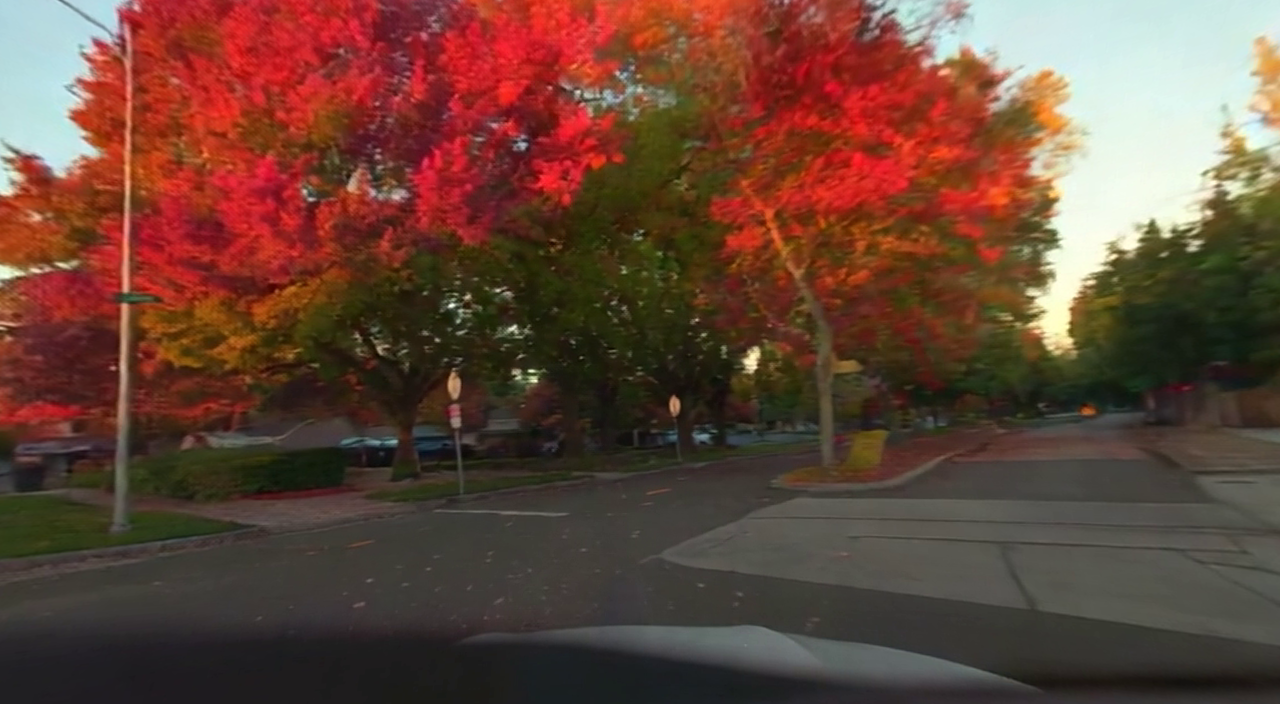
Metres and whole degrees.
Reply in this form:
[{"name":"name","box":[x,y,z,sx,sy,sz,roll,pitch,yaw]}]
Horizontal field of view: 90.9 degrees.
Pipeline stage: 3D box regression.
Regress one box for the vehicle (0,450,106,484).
[{"name":"vehicle","box":[-34.236,6.599,36.248,1.909,1.785,4.890,-9,-12,32]}]
